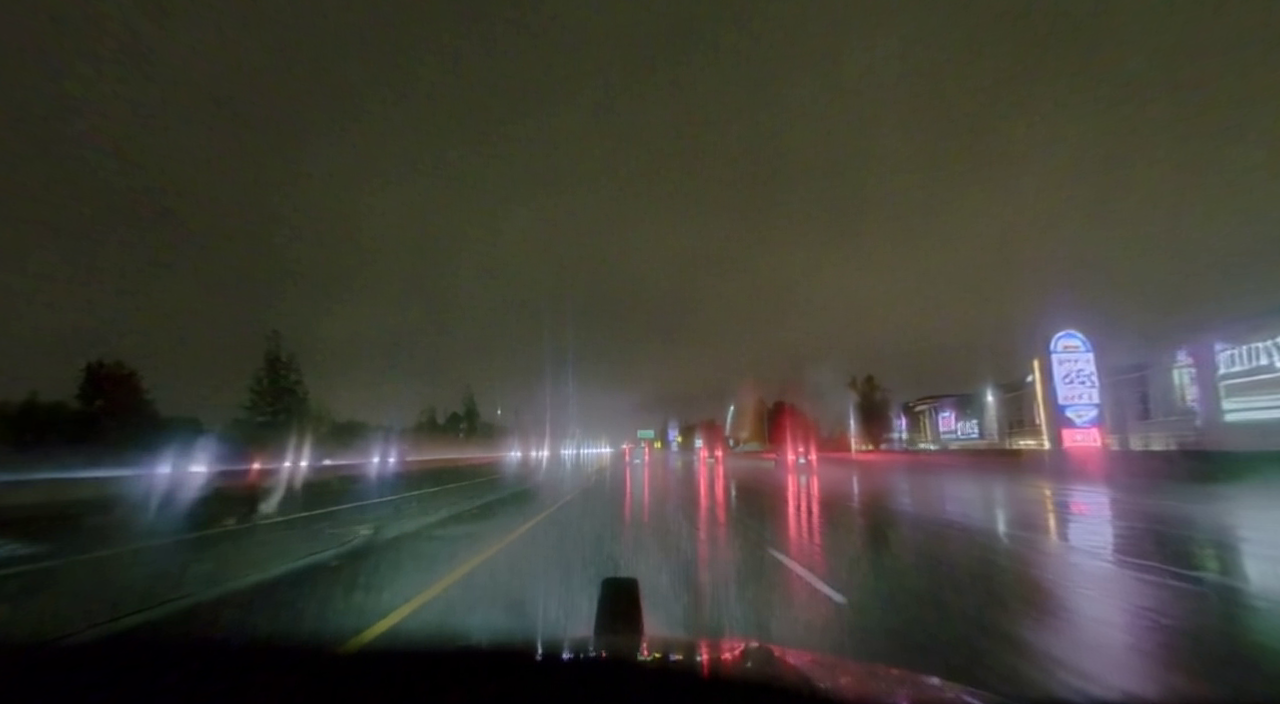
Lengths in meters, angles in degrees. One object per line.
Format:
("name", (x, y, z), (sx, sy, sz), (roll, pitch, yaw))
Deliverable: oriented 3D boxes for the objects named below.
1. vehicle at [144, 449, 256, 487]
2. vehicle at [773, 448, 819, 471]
("vehicle", (-19.875, 5.227, 28.837), (1.925, 1.547, 4.418), (0, -9, 0))
("vehicle", (10.657, 7.350, 43.501), (1.953, 1.473, 4.512), (0, -9, -1))
